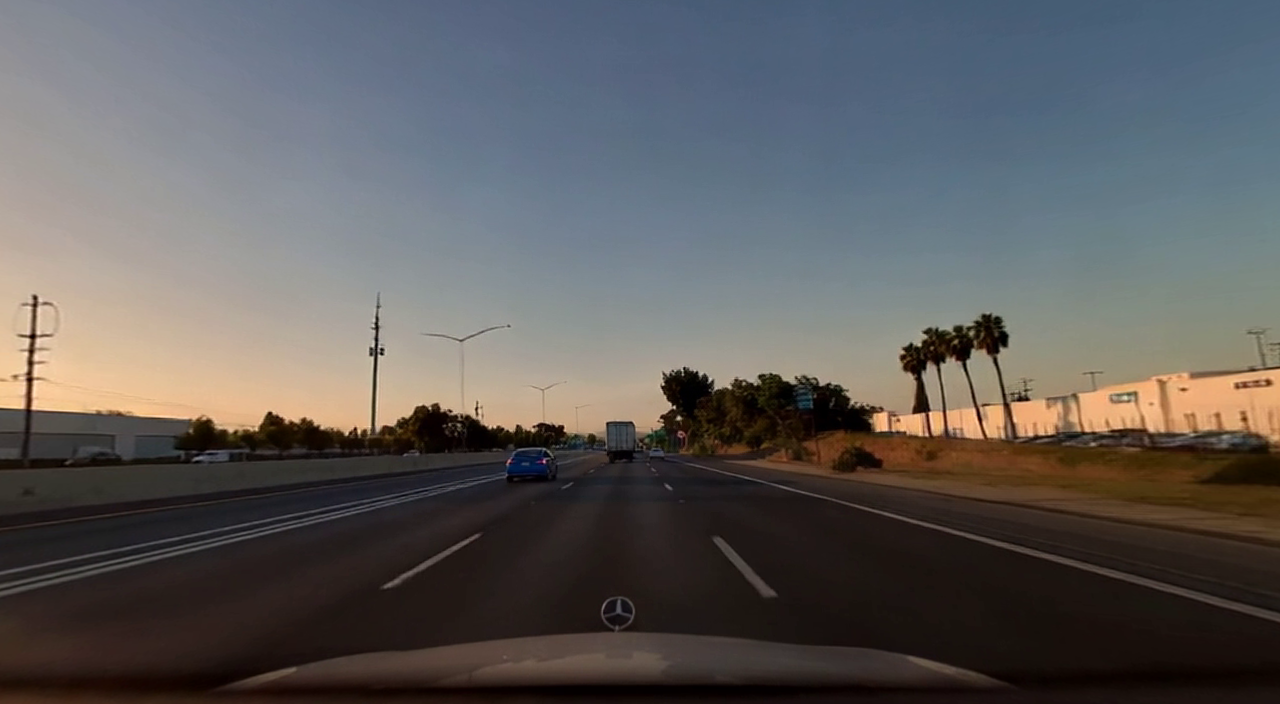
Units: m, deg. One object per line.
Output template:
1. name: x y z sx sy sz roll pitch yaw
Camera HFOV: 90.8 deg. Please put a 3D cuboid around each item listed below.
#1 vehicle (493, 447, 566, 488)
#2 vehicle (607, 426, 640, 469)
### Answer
1. vehicle: -4.239 4.471 24.904 2.097 1.447 4.291 0 -9 0
2. vehicle: -1.238 7.155 47.471 2.364 2.953 6.495 0 -9 -1
